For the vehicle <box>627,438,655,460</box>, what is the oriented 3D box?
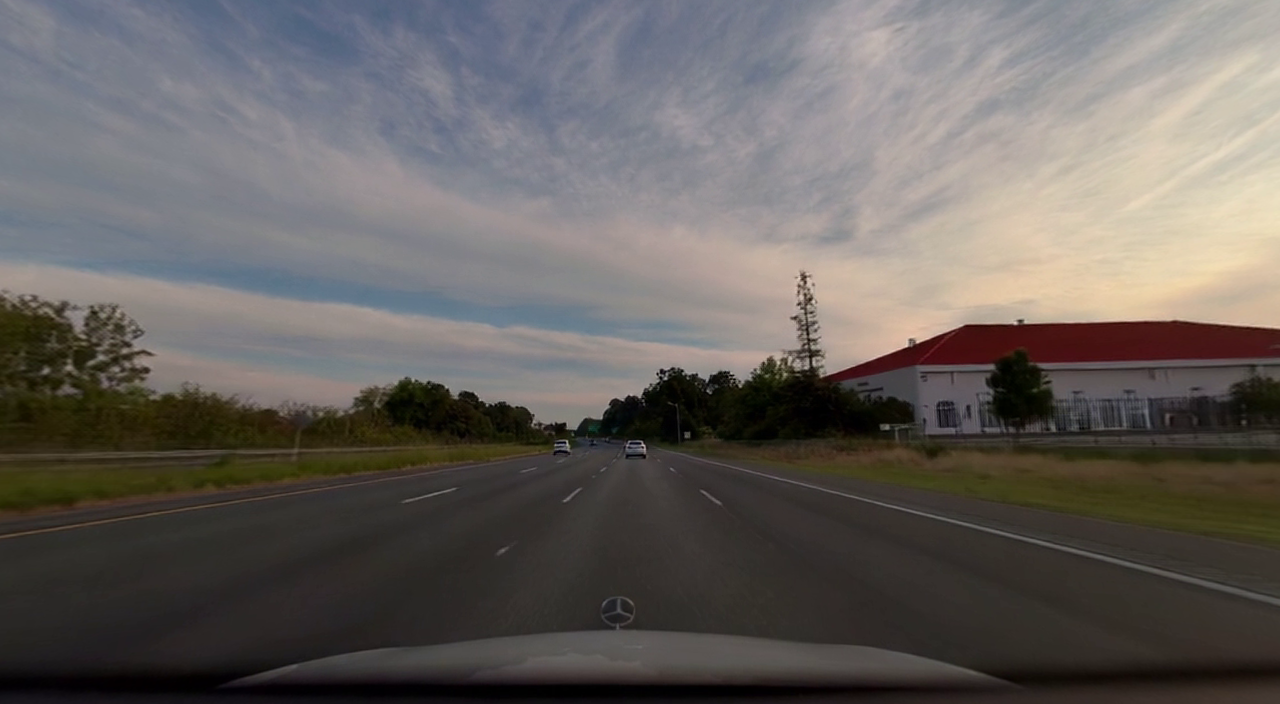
[{"bbox_3d":[0.038,7.502,48.892,2.073,1.635,4.195,0,-9,0],"label":"vehicle"}]
